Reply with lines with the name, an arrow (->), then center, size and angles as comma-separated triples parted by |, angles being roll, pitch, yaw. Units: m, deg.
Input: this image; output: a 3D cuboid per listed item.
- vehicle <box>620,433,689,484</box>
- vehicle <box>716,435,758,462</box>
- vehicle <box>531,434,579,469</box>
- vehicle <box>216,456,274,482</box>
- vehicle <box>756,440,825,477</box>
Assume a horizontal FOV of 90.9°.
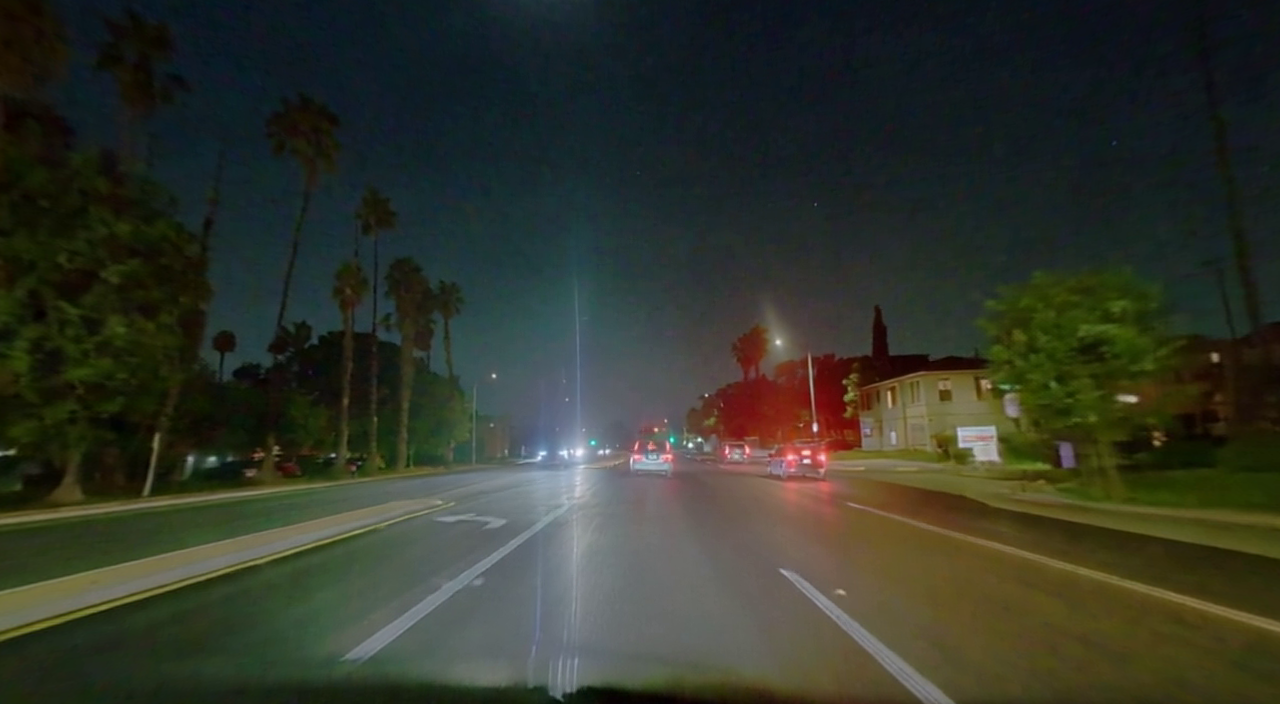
vehicle -> 0.437, 3.851, 23.147 | 2.289, 1.679, 4.180 | 0, -8, -1
vehicle -> 7.526, 7.584, 49.712 | 2.436, 2.010, 5.595 | 0, -8, 0
vehicle -> -5.048, 5.989, 37.975 | 2.193, 1.967, 4.600 | 0, -8, 1
vehicle -> -25.555, 7.496, 40.738 | 4.694, 1.484, 1.893 | -8, -11, 42
vehicle -> 6.465, 4.587, 27.518 | 1.897, 1.477, 4.360 | 0, -8, 0
